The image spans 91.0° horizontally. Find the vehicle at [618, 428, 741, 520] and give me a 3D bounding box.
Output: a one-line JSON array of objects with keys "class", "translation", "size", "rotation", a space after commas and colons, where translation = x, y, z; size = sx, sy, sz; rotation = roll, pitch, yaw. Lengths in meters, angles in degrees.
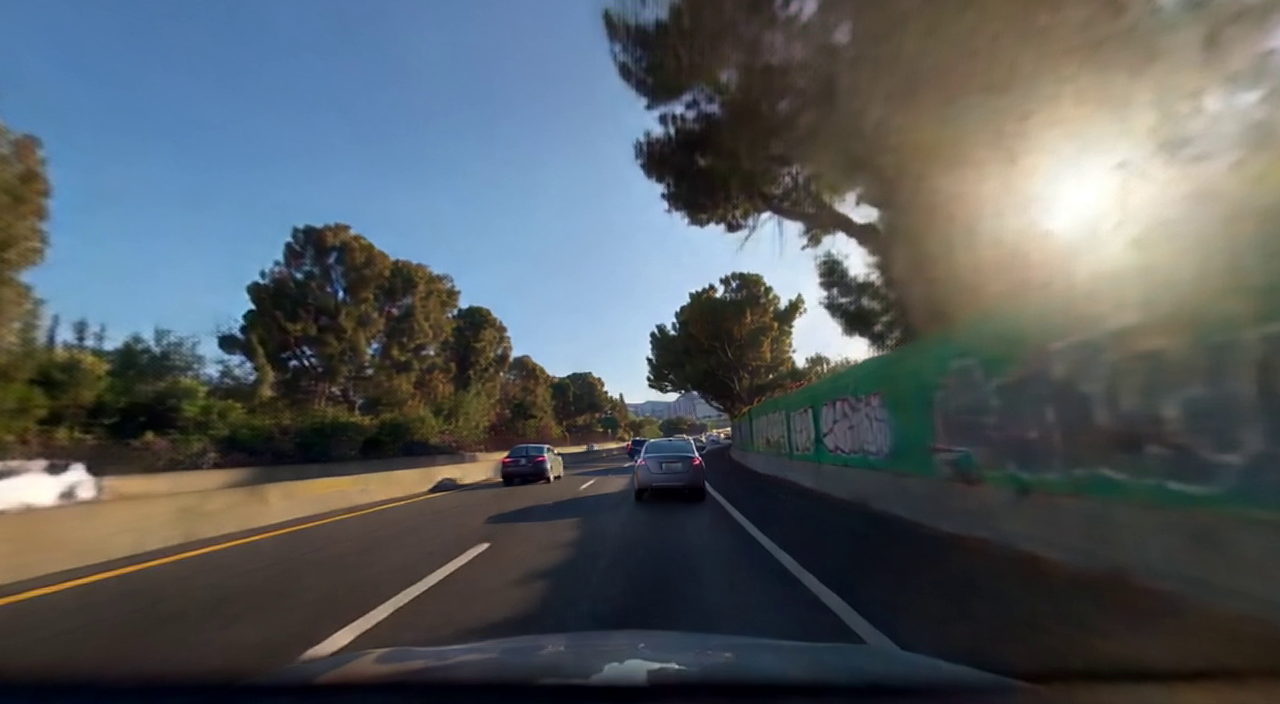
[{"class": "vehicle", "translation": [0.702, 2.353, 12.647], "size": [2.077, 1.533, 3.854], "rotation": [0, -8, 1]}]

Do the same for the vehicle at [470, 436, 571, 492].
[{"class": "vehicle", "translation": [-3.425, 3.297, 18.877], "size": [2.059, 1.471, 4.152], "rotation": [0, -8, 2]}]
